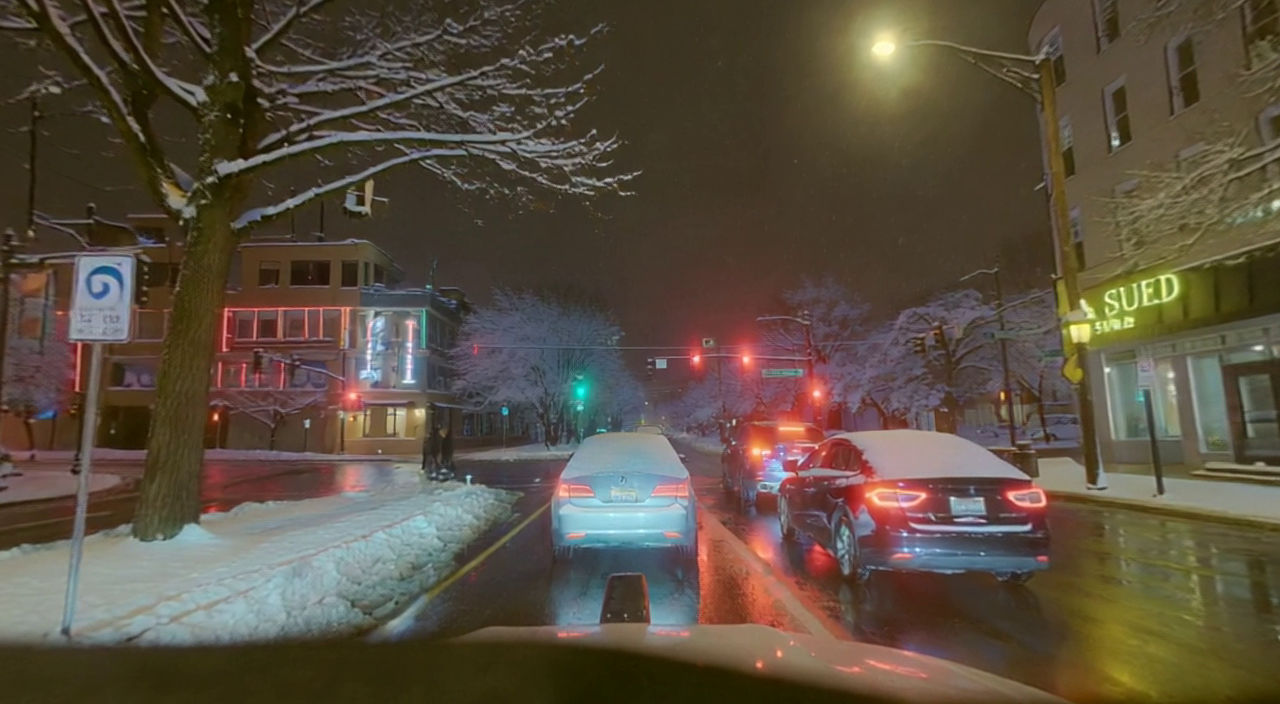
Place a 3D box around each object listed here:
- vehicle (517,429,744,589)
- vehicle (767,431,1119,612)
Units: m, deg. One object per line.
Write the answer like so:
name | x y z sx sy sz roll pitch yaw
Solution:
vehicle | -0.101 1.756 7.940 2.087 1.456 4.143 0 -8 0
vehicle | 2.914 1.699 7.326 1.893 1.446 4.270 0 -8 -1
